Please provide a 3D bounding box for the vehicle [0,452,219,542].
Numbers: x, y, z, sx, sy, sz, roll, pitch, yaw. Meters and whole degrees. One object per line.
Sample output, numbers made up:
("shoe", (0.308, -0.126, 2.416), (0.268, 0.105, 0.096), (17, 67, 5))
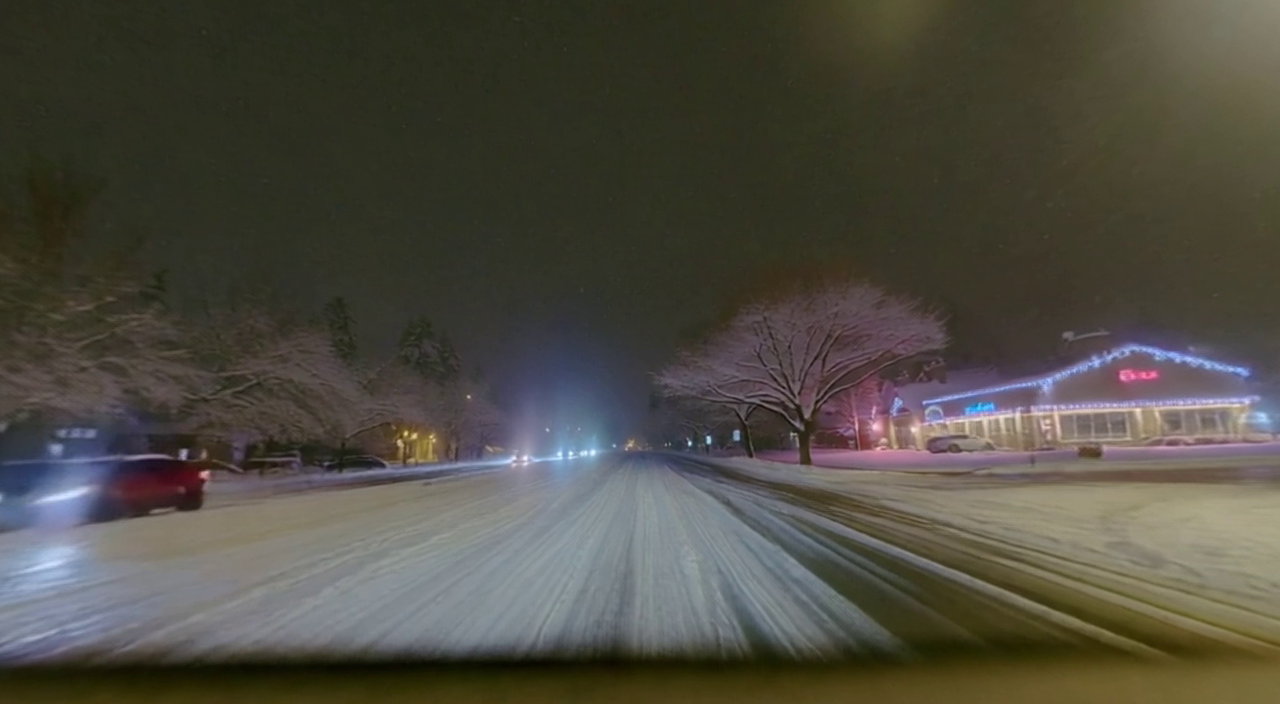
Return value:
("vehicle", (-11.725, 2.990, 13.628), (2.033, 1.497, 4.567), (-2, -8, 1))
